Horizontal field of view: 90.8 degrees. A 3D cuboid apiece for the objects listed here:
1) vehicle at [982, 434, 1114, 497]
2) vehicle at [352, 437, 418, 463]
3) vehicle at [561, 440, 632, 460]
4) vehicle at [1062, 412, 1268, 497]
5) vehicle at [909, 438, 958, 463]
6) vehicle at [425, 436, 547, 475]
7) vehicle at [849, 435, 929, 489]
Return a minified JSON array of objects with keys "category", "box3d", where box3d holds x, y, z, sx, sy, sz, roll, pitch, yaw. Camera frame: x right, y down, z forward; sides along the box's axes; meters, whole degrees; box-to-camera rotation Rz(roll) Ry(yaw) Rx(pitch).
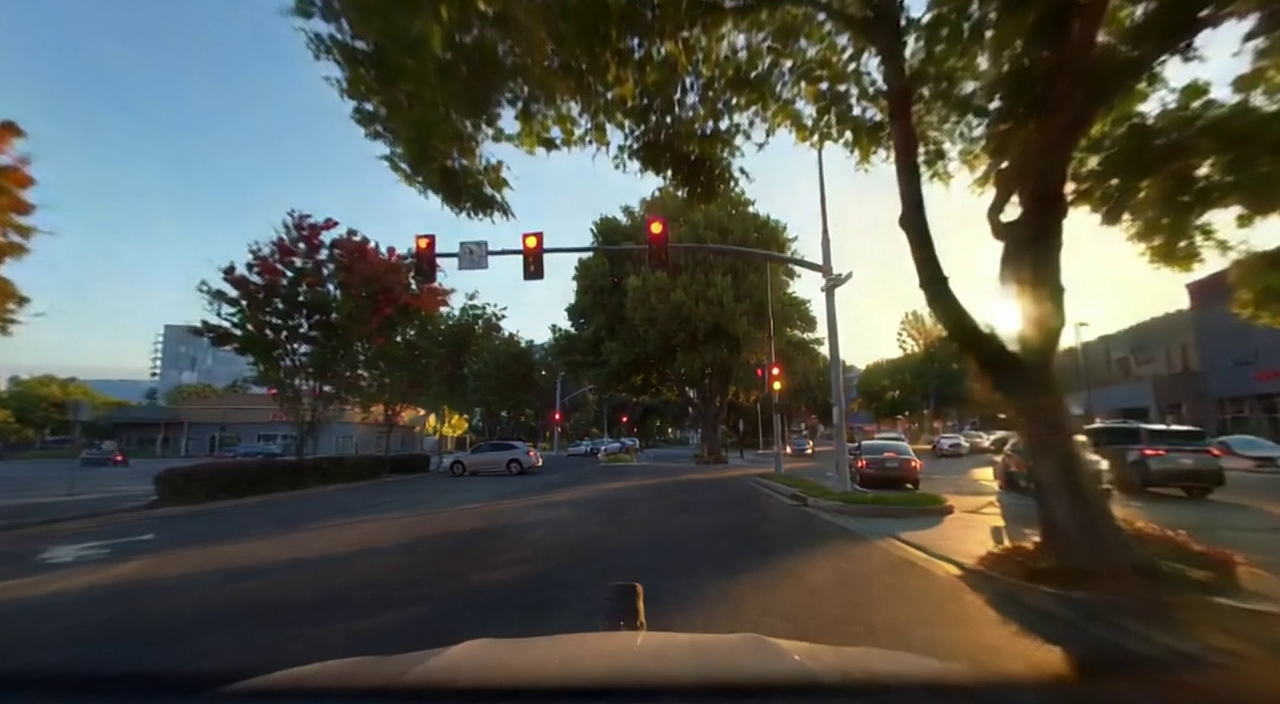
[{"category":"vehicle","box3d":[11.726,3.249,18.556,2.031,1.592,4.470,-3,-9,17]},{"category":"vehicle","box3d":[-18.826,7.267,46.884,2.082,1.779,4.841,-2,-8,13]},{"category":"vehicle","box3d":[-3.226,7.269,46.971,4.792,1.468,2.116,-2,-9,15]},{"category":"vehicle","box3d":[14.055,2.799,17.525,2.265,1.919,5.745,-4,-9,18]},{"category":"vehicle","box3d":[17.079,5.718,36.875,1.936,1.391,3.874,-2,-9,16]},{"category":"vehicle","box3d":[-6.093,4.123,25.277,4.376,1.476,1.791,-1,-8,4]},{"category":"vehicle","box3d":[7.628,3.364,19.729,1.867,1.479,4.452,-3,-9,16]}]
